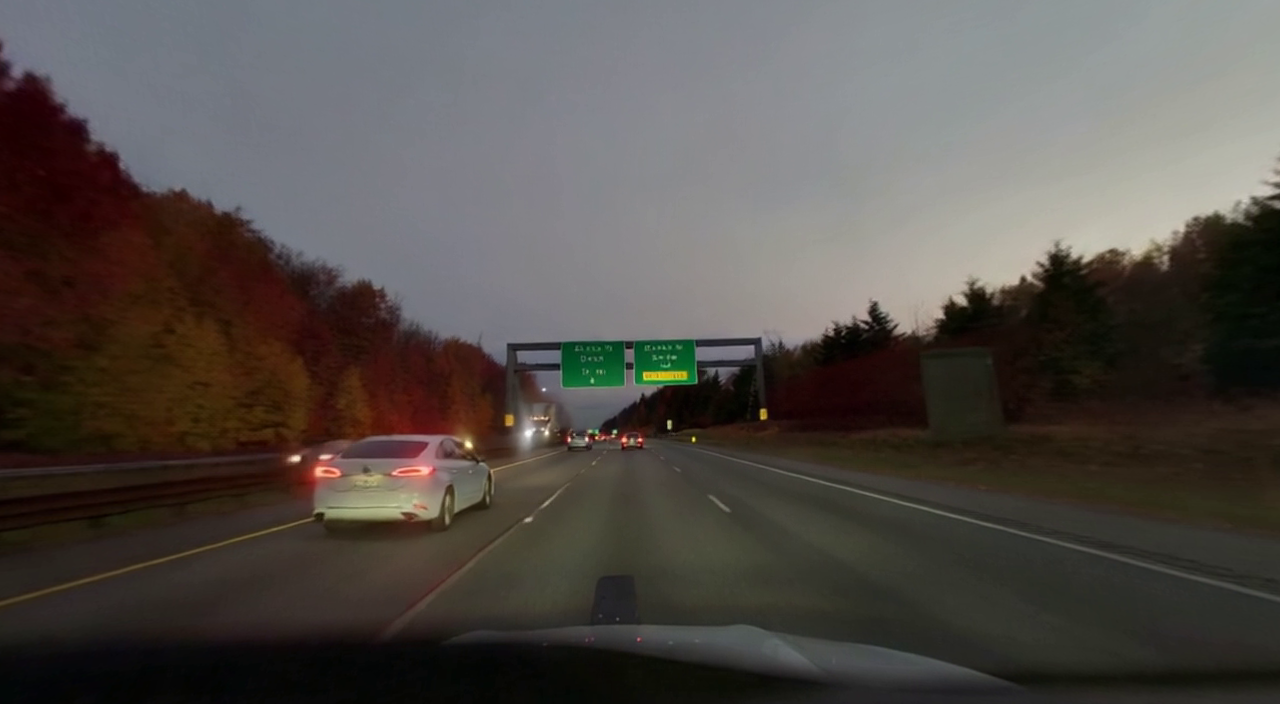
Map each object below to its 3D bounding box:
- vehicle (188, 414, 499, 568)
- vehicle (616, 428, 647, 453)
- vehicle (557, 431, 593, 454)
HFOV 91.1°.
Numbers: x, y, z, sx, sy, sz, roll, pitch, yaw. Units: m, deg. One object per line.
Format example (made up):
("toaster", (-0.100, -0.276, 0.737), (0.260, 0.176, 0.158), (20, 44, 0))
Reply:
("vehicle", (-3.438, 1.682, 8.544), (1.989, 1.497, 4.645), (0, -8, 0))
("vehicle", (-0.576, 6.155, 43.659), (2.054, 1.609, 3.859), (0, -8, -1))
("vehicle", (-4.439, 6.273, 43.636), (2.071, 1.524, 4.398), (0, -8, -1))
